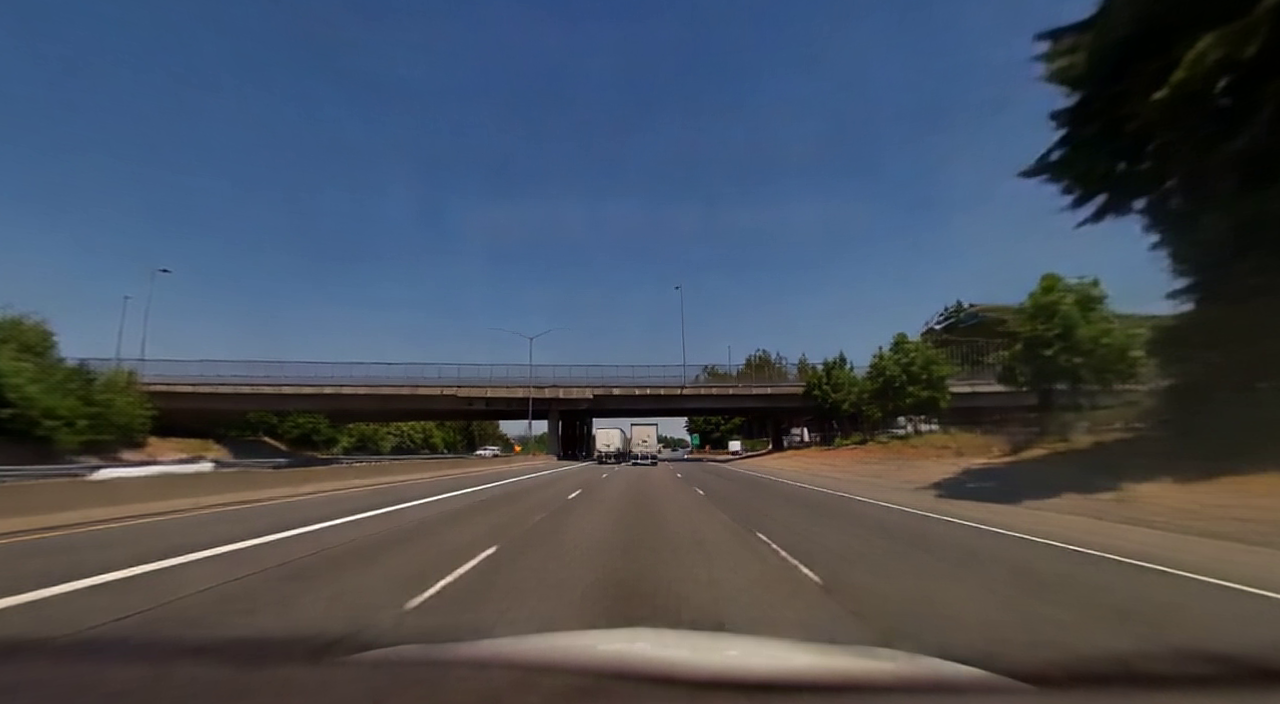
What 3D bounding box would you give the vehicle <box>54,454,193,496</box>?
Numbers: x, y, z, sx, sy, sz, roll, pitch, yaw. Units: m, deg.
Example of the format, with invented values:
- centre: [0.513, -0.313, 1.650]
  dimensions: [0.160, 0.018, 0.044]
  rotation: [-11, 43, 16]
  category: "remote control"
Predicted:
- centre: [-20.119, 4.778, 24.865]
  dimensions: [1.827, 1.461, 4.227]
  rotation: [0, -9, 1]
  category: "vehicle"
